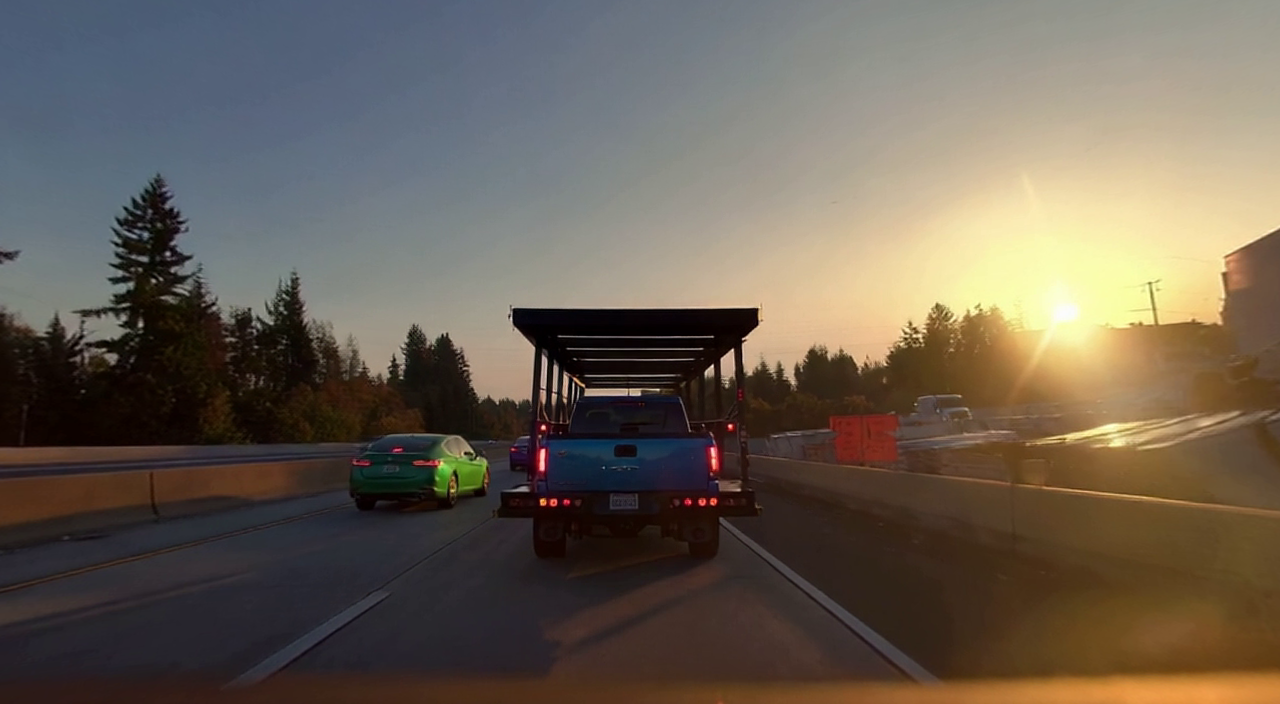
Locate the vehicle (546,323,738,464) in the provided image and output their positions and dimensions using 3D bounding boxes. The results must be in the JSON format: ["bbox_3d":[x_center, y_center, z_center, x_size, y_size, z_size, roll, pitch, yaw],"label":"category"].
[{"bbox_3d":[-0.087,0.812,9.514,2.156,1.604,4.680,0,-9,-3],"label":"vehicle"}]

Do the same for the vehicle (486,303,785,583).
[{"bbox_3d":[-0.227,1.590,11.119,2.735,2.597,10.435,0,-9,-2],"label":"vehicle"}]

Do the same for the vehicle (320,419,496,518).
[{"bbox_3d":[-4.485,2.335,13.119,2.057,1.665,4.572,0,-9,-2],"label":"vehicle"}]
